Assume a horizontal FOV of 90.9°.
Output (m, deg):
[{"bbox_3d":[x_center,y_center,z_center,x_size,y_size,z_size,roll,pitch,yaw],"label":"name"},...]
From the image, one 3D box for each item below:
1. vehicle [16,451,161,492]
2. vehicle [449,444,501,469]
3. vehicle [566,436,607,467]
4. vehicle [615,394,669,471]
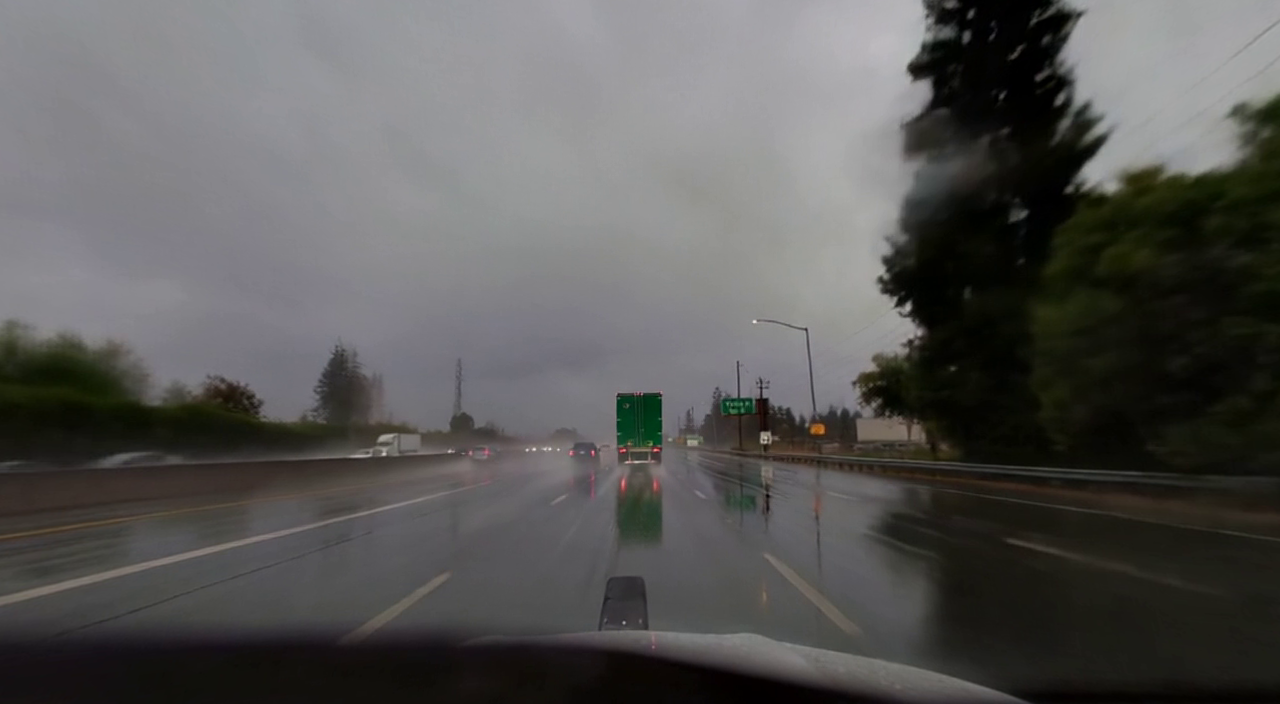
[{"bbox_3d":[-22.431,4.853,25.940,1.873,1.445,4.518,0,-8,1],"label":"vehicle"},{"bbox_3d":[-10.676,6.754,41.199,2.012,1.509,4.789,0,-8,1],"label":"vehicle"},{"bbox_3d":[-3.472,6.672,42.297,2.293,1.923,5.141,0,-8,0],"label":"vehicle"},{"bbox_3d":[0.134,5.276,40.556,2.879,4.085,13.125,0,-8,0],"label":"vehicle"}]
